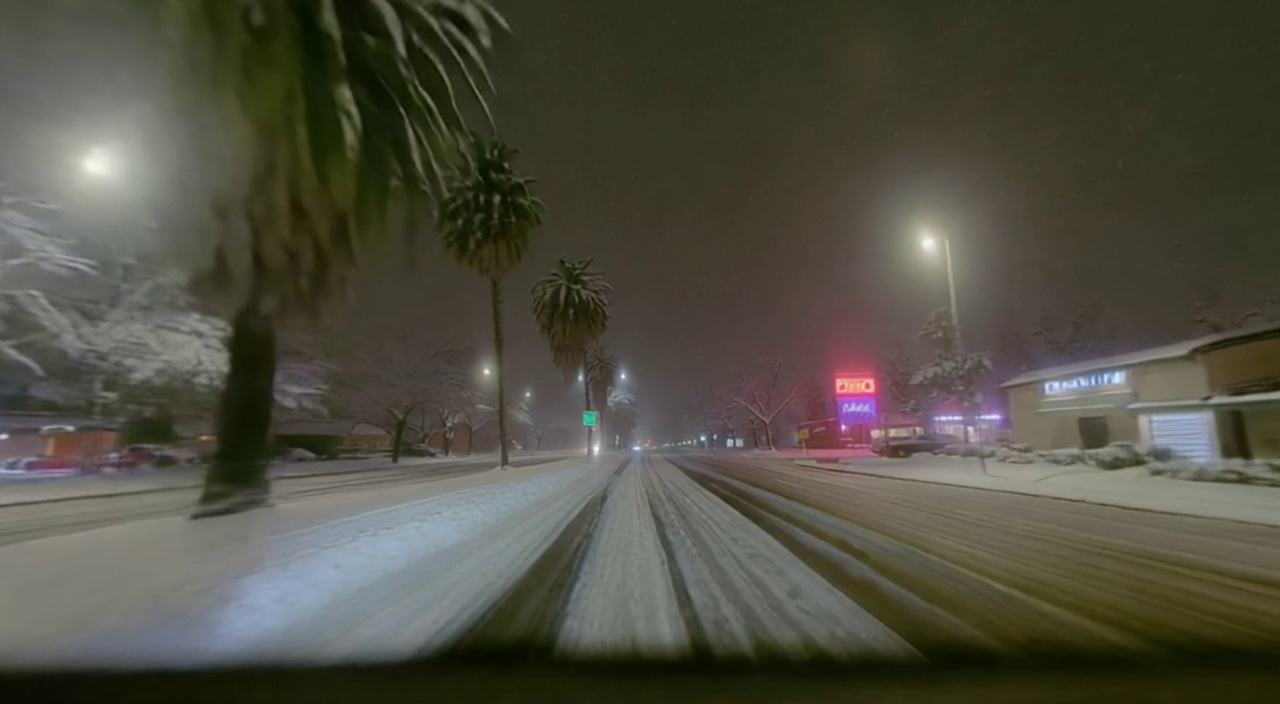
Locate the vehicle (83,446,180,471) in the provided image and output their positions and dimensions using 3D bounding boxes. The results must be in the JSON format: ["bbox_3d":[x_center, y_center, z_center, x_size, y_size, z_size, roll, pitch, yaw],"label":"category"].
[{"bbox_3d":[-31.581,6.610,39.310,4.351,1.430,1.858,0,-8,-2],"label":"vehicle"}]

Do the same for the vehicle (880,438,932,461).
[{"bbox_3d":[18.618,6.822,44.405,1.852,1.487,3.896,-1,-8,-2],"label":"vehicle"}]

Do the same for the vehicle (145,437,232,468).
[{"bbox_3d":[-31.691,7.060,44.440,4.437,2.070,2.023,0,-9,-1],"label":"vehicle"}]

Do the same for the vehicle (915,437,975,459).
[{"bbox_3d":[21.424,6.801,44.530,1.986,1.454,4.332,-1,-9,-1],"label":"vehicle"}]

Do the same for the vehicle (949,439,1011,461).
[{"bbox_3d":[24.116,6.954,44.978,1.956,1.517,4.088,0,-8,-2],"label":"vehicle"}]
